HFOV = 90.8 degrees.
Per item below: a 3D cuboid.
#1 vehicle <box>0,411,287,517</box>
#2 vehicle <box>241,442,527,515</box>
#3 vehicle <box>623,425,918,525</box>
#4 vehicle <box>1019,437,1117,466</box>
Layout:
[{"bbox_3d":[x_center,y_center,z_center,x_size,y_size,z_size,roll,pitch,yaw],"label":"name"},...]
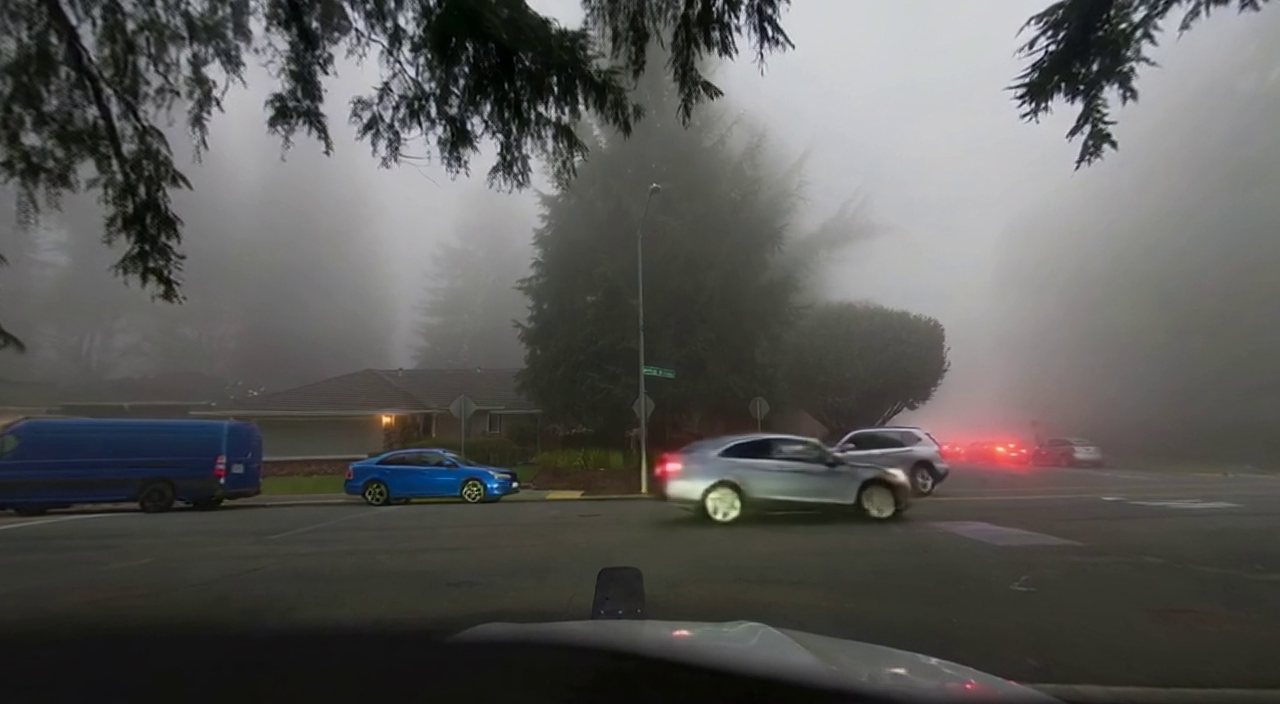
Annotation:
[{"bbox_3d":[-14.254,3.051,16.933,7.824,2.323,2.863,-2,-10,-3],"label":"vehicle"},{"bbox_3d":[-6.637,3.381,17.387,6.643,1.777,2.925,1,-9,-5],"label":"vehicle"},{"bbox_3d":[2.078,2.109,11.176,4.684,1.556,2.087,1,-8,-4],"label":"vehicle"},{"bbox_3d":[22.496,5.244,33.258,3.863,1.453,1.826,1,-8,-4],"label":"vehicle"}]
